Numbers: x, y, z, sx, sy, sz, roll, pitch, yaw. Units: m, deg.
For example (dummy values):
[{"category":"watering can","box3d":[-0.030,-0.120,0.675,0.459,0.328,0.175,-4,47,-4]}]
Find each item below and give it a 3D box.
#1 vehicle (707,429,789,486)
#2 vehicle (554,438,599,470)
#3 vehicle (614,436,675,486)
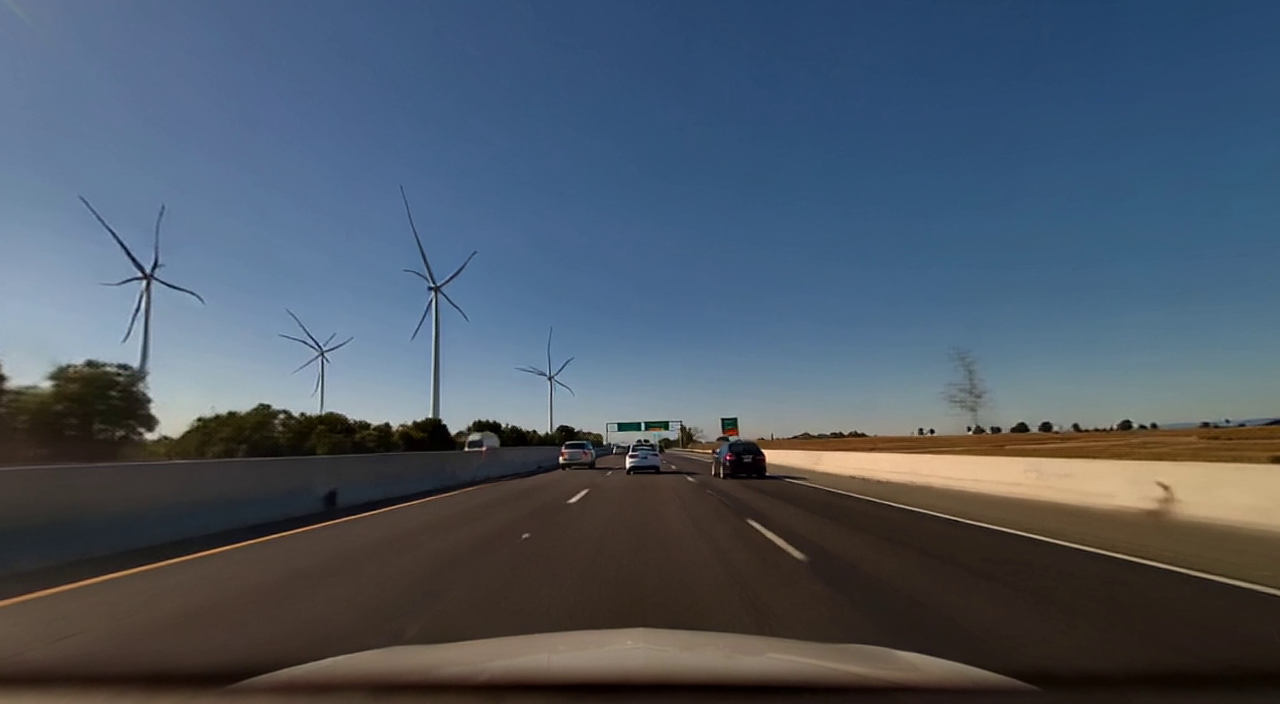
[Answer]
[{"category":"vehicle","box3d":[3.824,3.863,23.309,2.104,1.861,4.956,0,-9,-1]},{"category":"vehicle","box3d":[-3.757,6.188,38.225,2.131,1.784,4.635,0,-9,1]},{"category":"vehicle","box3d":[0.146,4.002,23.303,2.083,1.653,3.787,0,-9,0]}]
